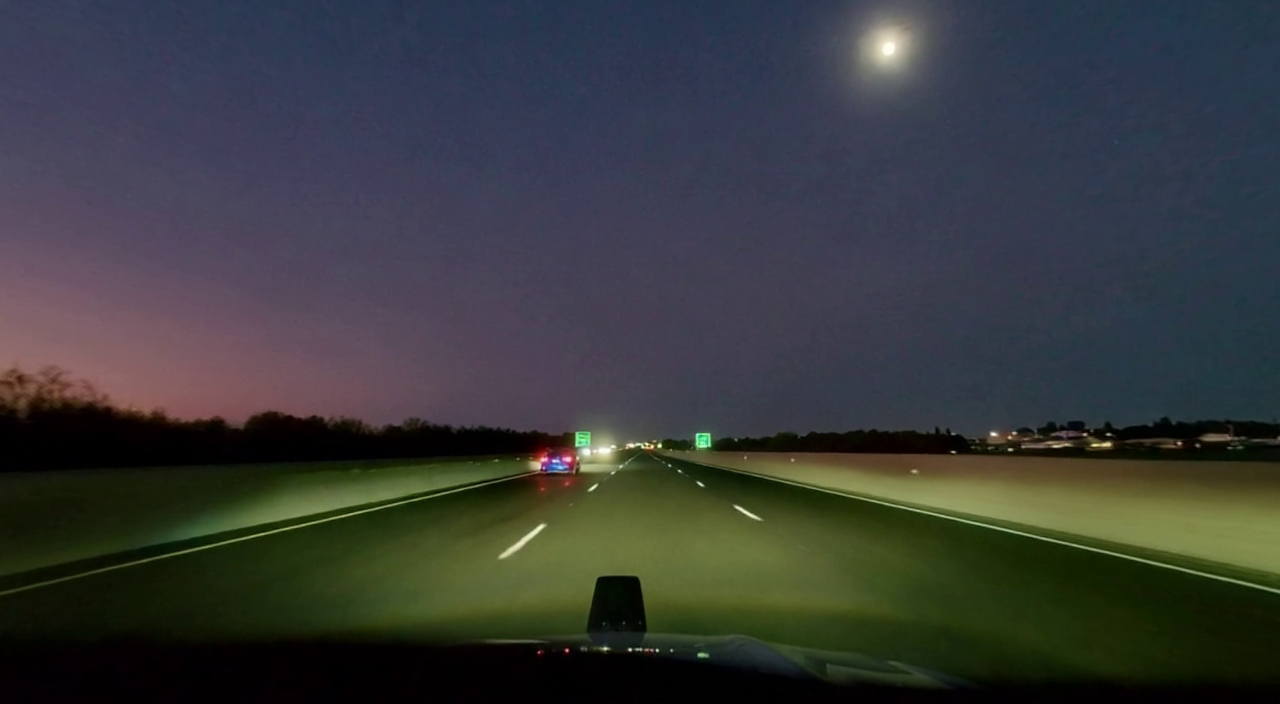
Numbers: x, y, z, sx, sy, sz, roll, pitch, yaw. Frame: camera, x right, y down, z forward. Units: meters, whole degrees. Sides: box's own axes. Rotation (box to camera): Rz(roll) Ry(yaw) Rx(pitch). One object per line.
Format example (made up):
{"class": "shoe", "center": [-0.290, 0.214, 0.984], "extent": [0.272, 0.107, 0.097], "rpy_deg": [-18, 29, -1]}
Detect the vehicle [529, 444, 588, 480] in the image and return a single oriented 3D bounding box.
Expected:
{"class": "vehicle", "center": [-3.850, 5.284, 30.503], "extent": [2.160, 1.552, 4.592], "rpy_deg": [0, -9, 1]}
